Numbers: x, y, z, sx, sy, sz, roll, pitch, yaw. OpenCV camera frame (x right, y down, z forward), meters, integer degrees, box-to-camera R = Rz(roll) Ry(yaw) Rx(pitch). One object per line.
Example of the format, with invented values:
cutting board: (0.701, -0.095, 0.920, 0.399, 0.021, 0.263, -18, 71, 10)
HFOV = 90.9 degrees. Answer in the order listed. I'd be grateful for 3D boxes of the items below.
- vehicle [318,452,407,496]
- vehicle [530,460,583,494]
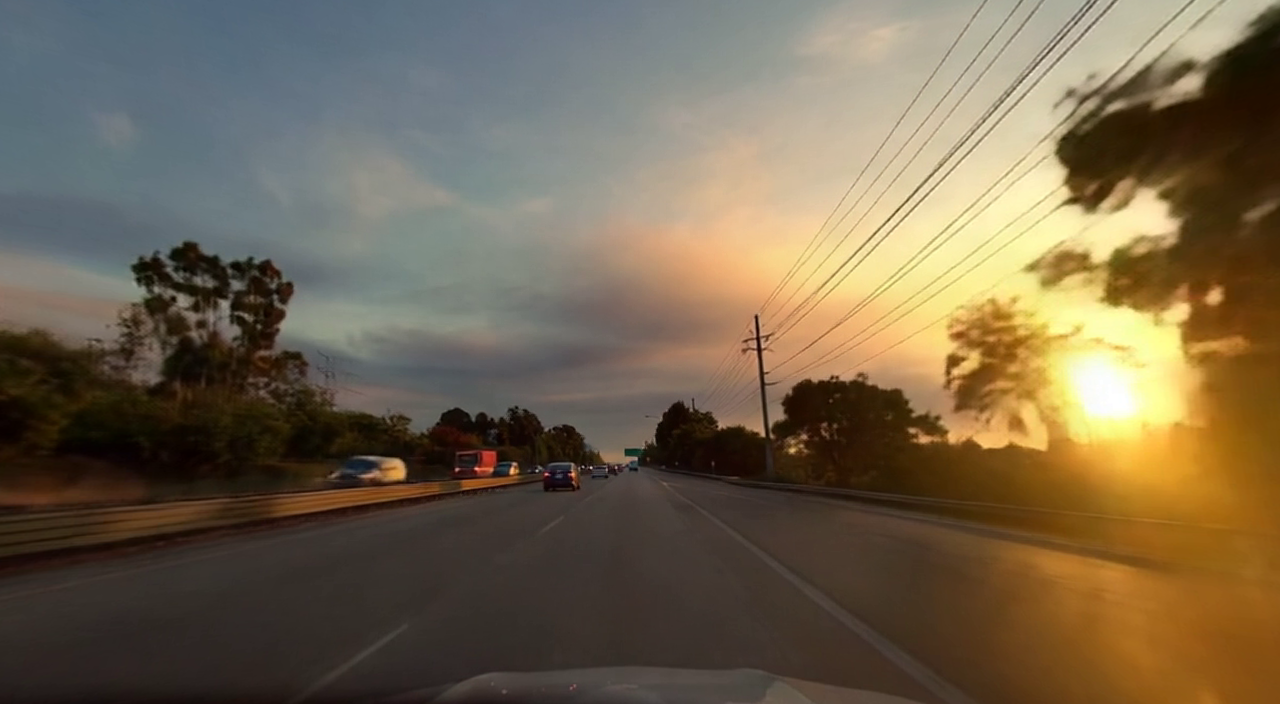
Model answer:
vehicle: (-12.850, 5.705, 29.531, 2.106, 1.829, 4.287, 1, -10, 0)
vehicle: (-4.037, 6.149, 31.052, 1.963, 1.501, 4.227, 1, -10, 1)
